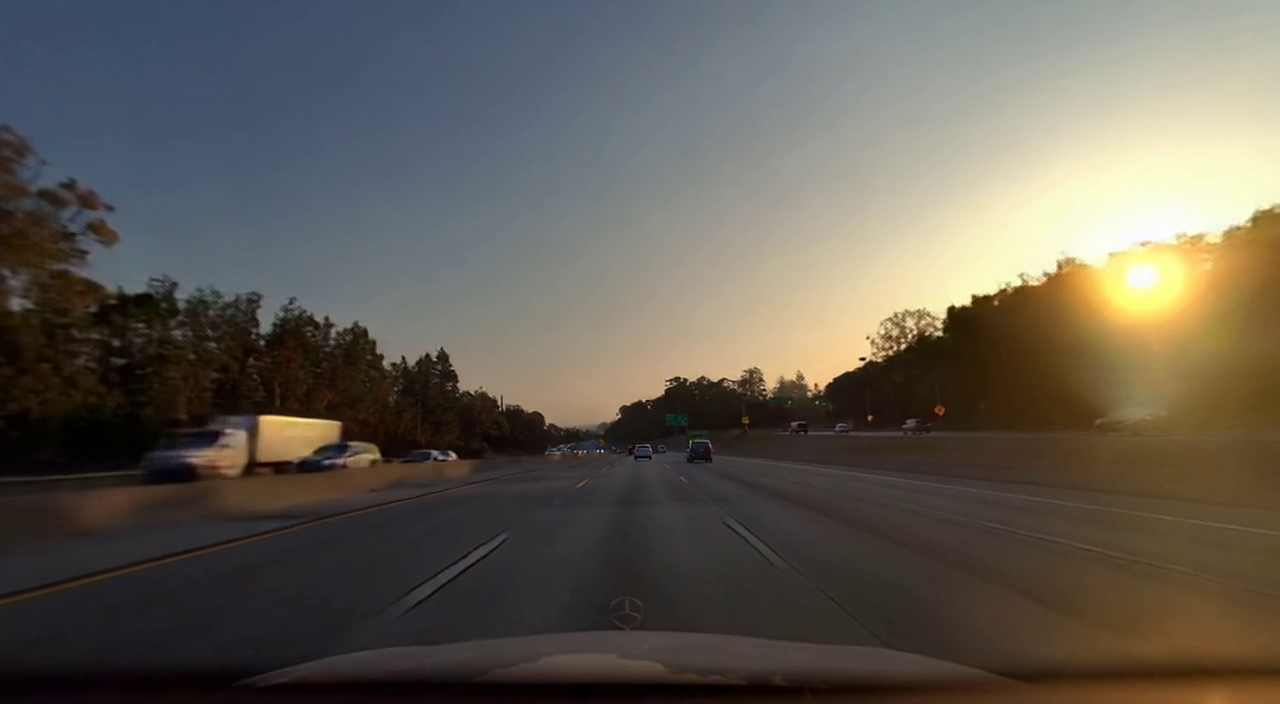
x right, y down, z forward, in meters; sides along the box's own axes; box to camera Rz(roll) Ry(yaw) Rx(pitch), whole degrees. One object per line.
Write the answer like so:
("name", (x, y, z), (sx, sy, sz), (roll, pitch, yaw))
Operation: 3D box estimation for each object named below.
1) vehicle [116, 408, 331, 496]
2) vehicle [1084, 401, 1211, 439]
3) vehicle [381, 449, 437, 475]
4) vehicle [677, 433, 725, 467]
("vehicle", (-18.842, 4.690, 29.935), (2.974, 3.380, 10.472), (-1, -9, 1))
("vehicle", (21.472, 2.974, 26.973), (1.872, 1.459, 4.502), (-1, -8, 3))
("vehicle", (-14.520, 6.925, 39.845), (1.844, 1.496, 4.305), (-1, -8, 1))
("vehicle", (3.958, 6.476, 41.743), (2.505, 2.020, 5.532), (0, -8, -1))
